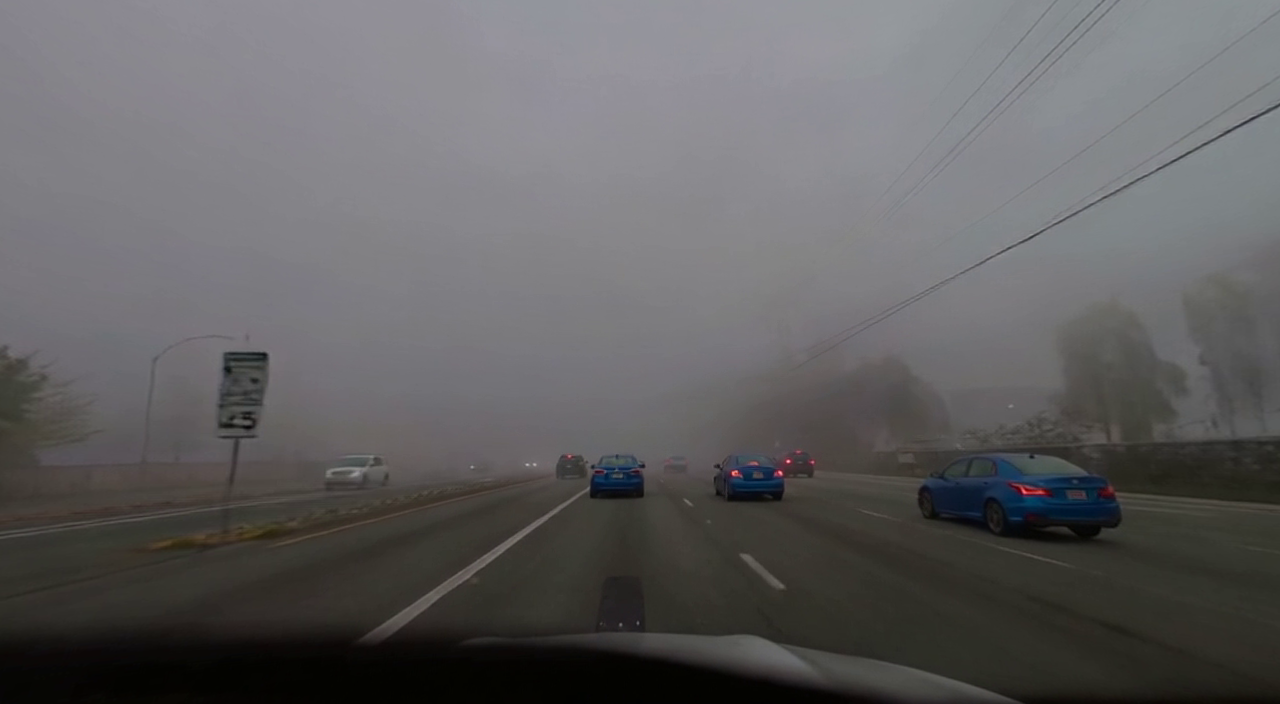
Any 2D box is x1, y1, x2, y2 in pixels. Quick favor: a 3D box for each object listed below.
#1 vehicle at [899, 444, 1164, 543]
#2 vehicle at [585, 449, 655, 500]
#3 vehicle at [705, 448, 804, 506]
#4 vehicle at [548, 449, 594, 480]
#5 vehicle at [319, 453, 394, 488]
[{"bbox_3d":[6.804,2.461,11.732,2.004,1.455,4.417,0,-9,-1],"label":"vehicle"},{"bbox_3d":[-0.613,3.977,20.950,2.065,1.464,4.216,0,-9,0],"label":"vehicle"},{"bbox_3d":[3.278,3.679,19.083,2.053,1.490,4.464,0,-9,-2],"label":"vehicle"},{"bbox_3d":[-3.824,6.347,35.808,2.073,1.606,4.364,-1,-9,1],"label":"vehicle"},{"bbox_3d":[-15.945,6.646,35.841,2.035,1.762,4.753,0,-9,0],"label":"vehicle"}]
